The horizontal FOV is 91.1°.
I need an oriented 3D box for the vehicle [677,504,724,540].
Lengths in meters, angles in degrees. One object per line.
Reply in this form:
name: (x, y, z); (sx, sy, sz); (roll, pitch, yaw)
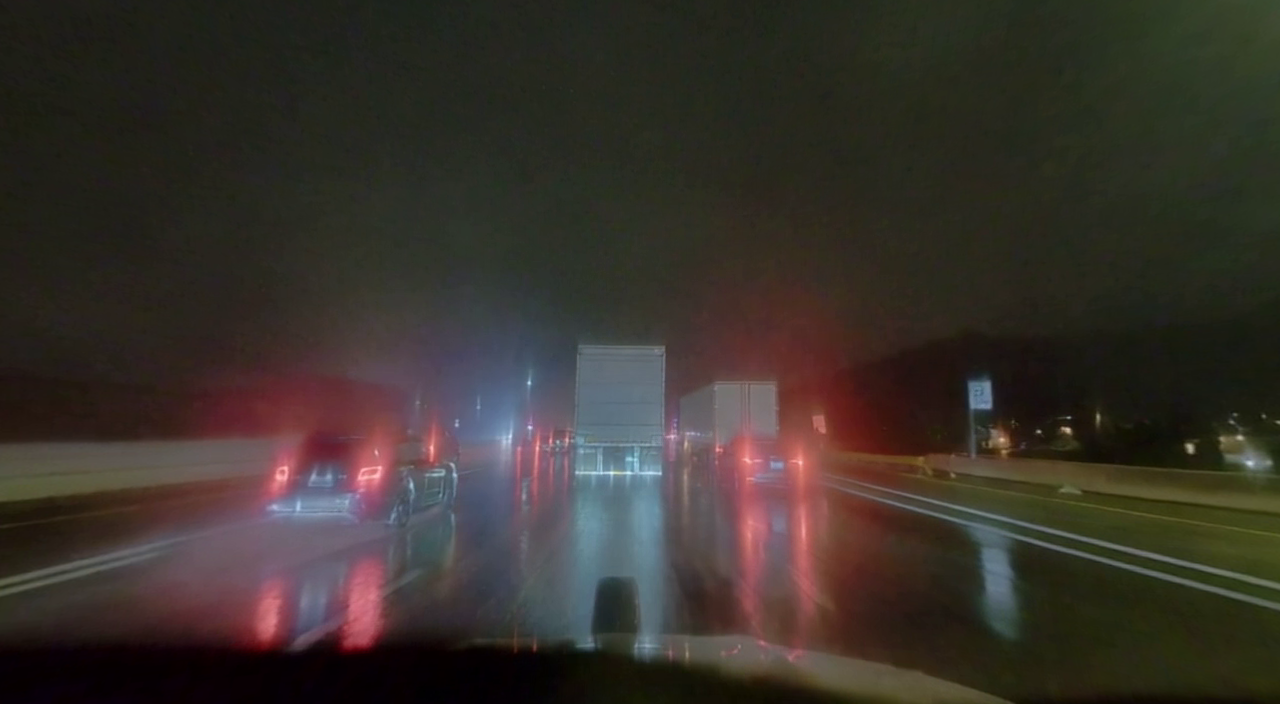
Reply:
vehicle: (4.060, 11.483, 42.643); (2.835, 2.000, 2.696); (0, -7, -2)

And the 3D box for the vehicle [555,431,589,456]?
vehicle: (-4.705, 6.389, 44.047); (1.986, 1.612, 4.155); (0, -8, -1)

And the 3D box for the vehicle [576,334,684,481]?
vehicle: (-0.384, 2.170, 22.298); (2.938, 4.033, 9.980); (0, -8, -1)

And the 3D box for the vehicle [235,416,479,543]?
vehicle: (-3.883, 1.788, 9.485); (1.882, 1.493, 3.828); (0, -8, 0)

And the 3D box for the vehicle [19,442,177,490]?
vehicle: (-20.204, 4.221, 23.760); (1.832, 1.539, 4.650); (0, -8, 0)

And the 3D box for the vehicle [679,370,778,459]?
vehicle: (4.354, 3.868, 35.058); (2.863, 3.936, 14.058); (1, -9, -3)

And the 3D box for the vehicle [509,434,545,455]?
vehicle: (-8.611, 7.070, 48.294); (2.019, 1.471, 4.347); (0, -8, 0)

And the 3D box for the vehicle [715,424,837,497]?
vehicle: (3.118, 2.567, 15.316); (1.976, 1.513, 4.065); (0, -8, -1)
